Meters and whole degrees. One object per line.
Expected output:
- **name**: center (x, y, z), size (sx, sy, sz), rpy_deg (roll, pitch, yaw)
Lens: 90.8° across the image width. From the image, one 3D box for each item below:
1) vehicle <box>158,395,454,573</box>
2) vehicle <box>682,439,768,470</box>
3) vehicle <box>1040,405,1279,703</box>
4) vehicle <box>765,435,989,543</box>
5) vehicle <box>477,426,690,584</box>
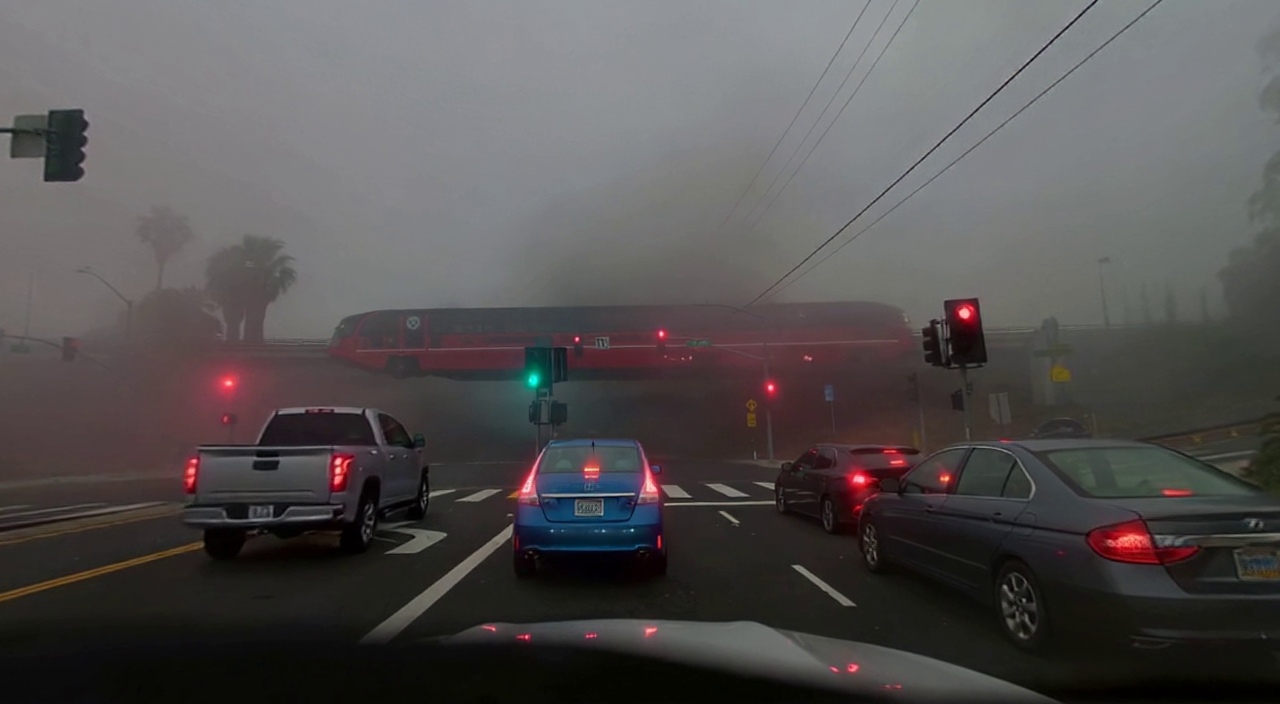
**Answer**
- **vehicle**: center (-4.317, 1.795, 9.459), size (2.078, 1.838, 5.448), rpy_deg (1, -9, -8)
- **vehicle**: center (4.189, 5.143, 31.924), size (1.878, 1.428, 4.416), rpy_deg (5, -10, -32)
- **vehicle**: center (3.880, 0.889, 2.143), size (2.052, 1.496, 4.541), rpy_deg (0, -9, 0)
- **vehicle**: center (3.700, 2.210, 10.927), size (1.965, 1.448, 4.486), rpy_deg (0, -9, -3)
- **vehicle**: center (-0.637, 1.775, 8.185), size (2.035, 1.491, 4.090), rpy_deg (0, -9, -3)
